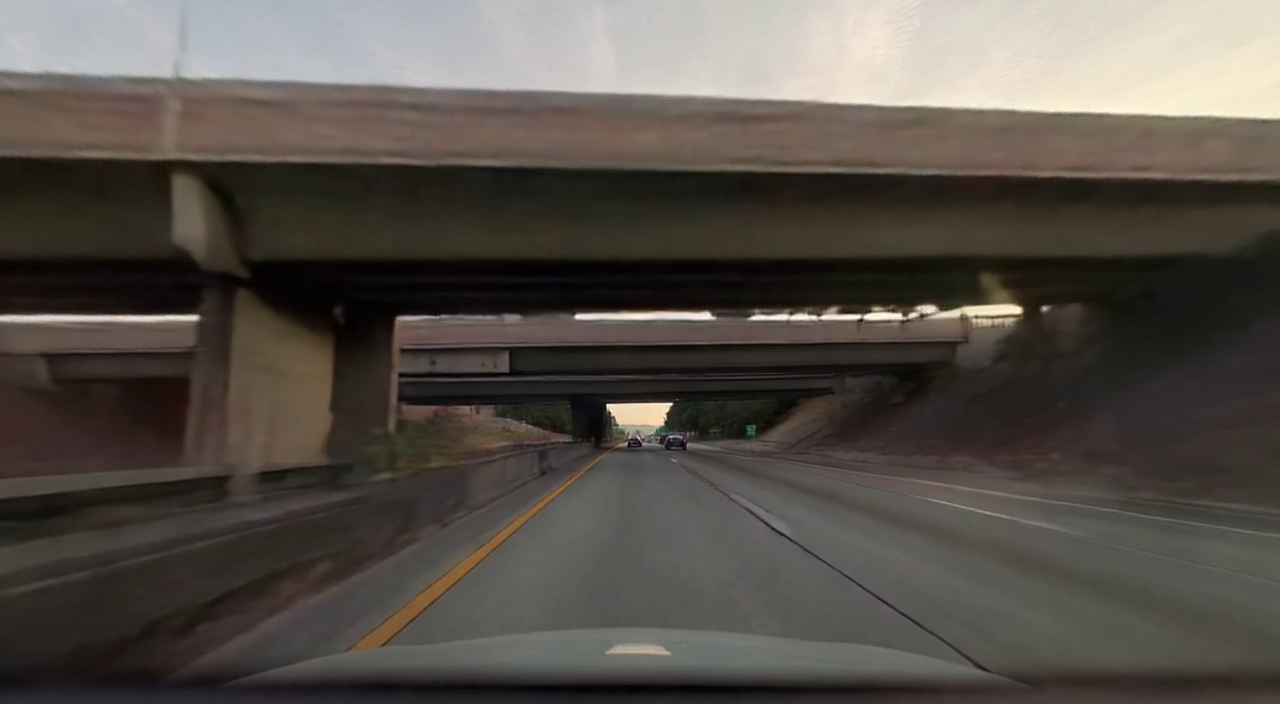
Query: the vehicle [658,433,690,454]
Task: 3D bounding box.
[{"bbox_3d":[2.428,6.679,46.171,1.981,1.490,3.449,0,-8,-3],"label":"vehicle"}]
